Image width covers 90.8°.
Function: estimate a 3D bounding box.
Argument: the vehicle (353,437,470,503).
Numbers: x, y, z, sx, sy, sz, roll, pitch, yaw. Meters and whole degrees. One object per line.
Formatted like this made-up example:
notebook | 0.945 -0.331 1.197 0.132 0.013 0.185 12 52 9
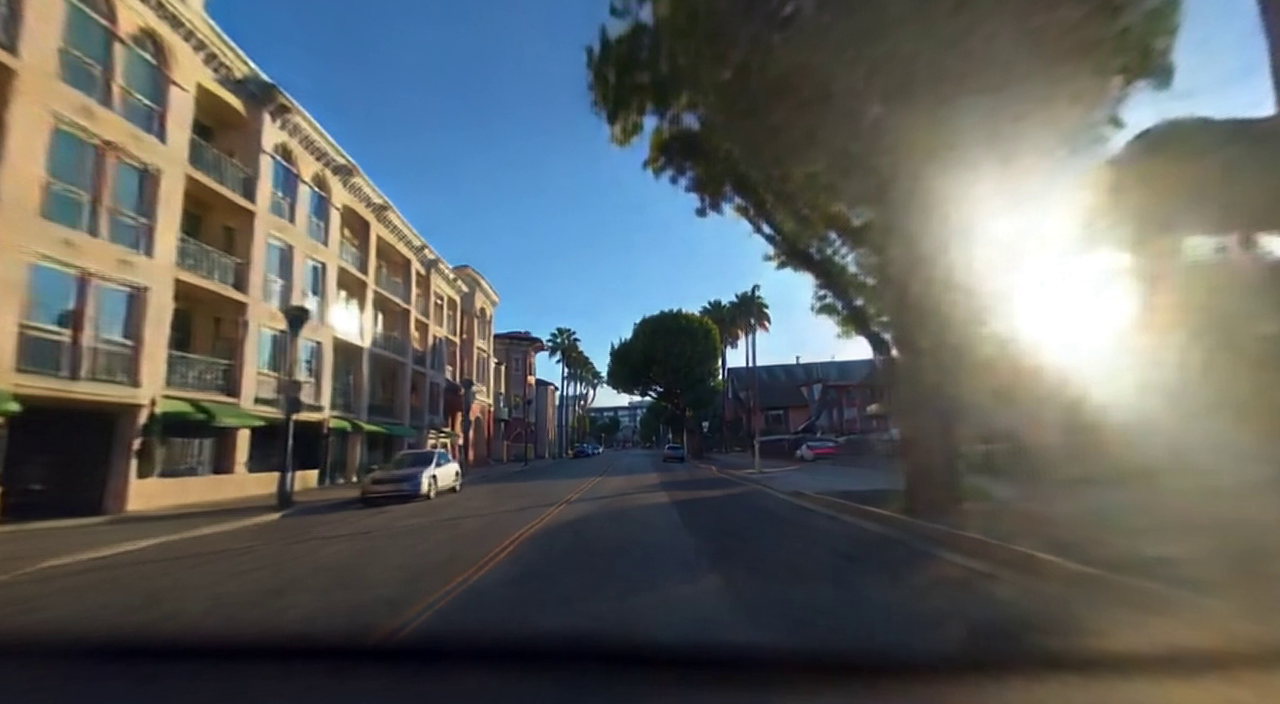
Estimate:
vehicle | -6.675 3.500 18.994 1.946 1.640 4.430 -3 -9 -1
